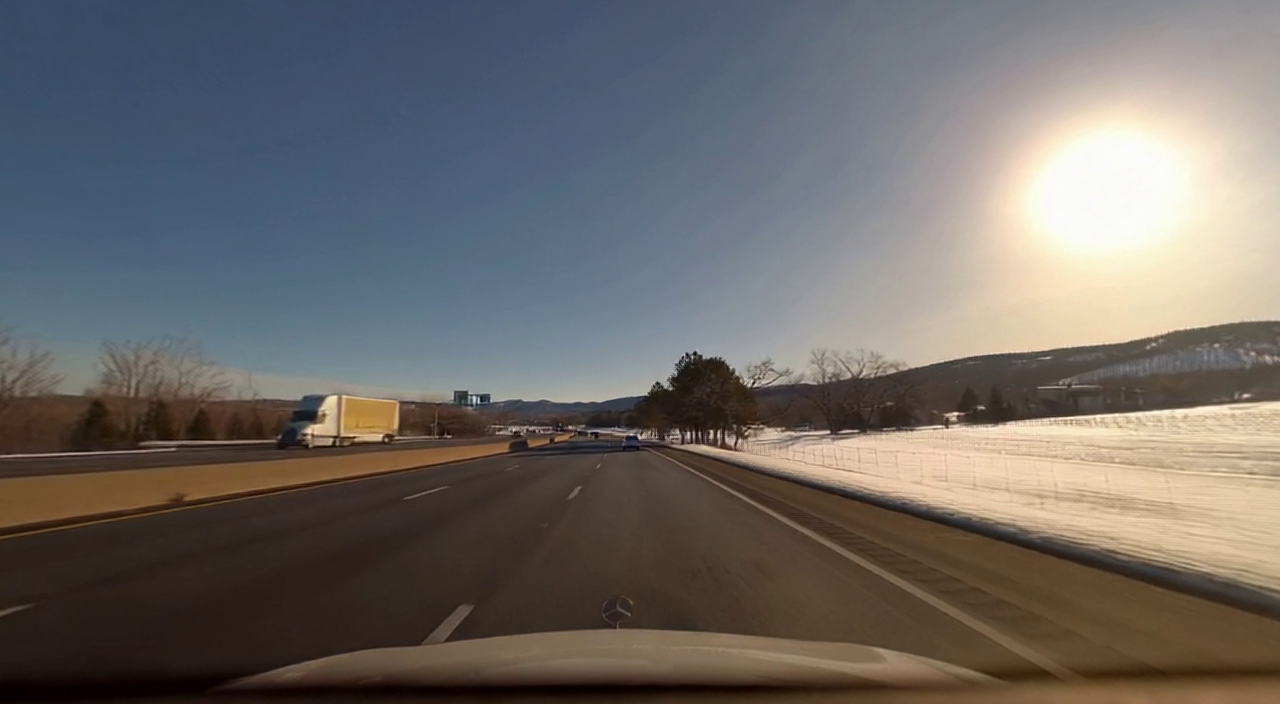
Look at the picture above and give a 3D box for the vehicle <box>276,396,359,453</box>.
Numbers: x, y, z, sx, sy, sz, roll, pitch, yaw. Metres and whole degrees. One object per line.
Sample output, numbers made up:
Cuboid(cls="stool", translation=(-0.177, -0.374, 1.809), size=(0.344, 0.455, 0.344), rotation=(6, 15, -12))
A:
Cuboid(cls="vehicle", translation=(-23.794, 5.451, 46.821), size=(2.900, 3.946, 6.115), rotation=(0, -8, -1))
